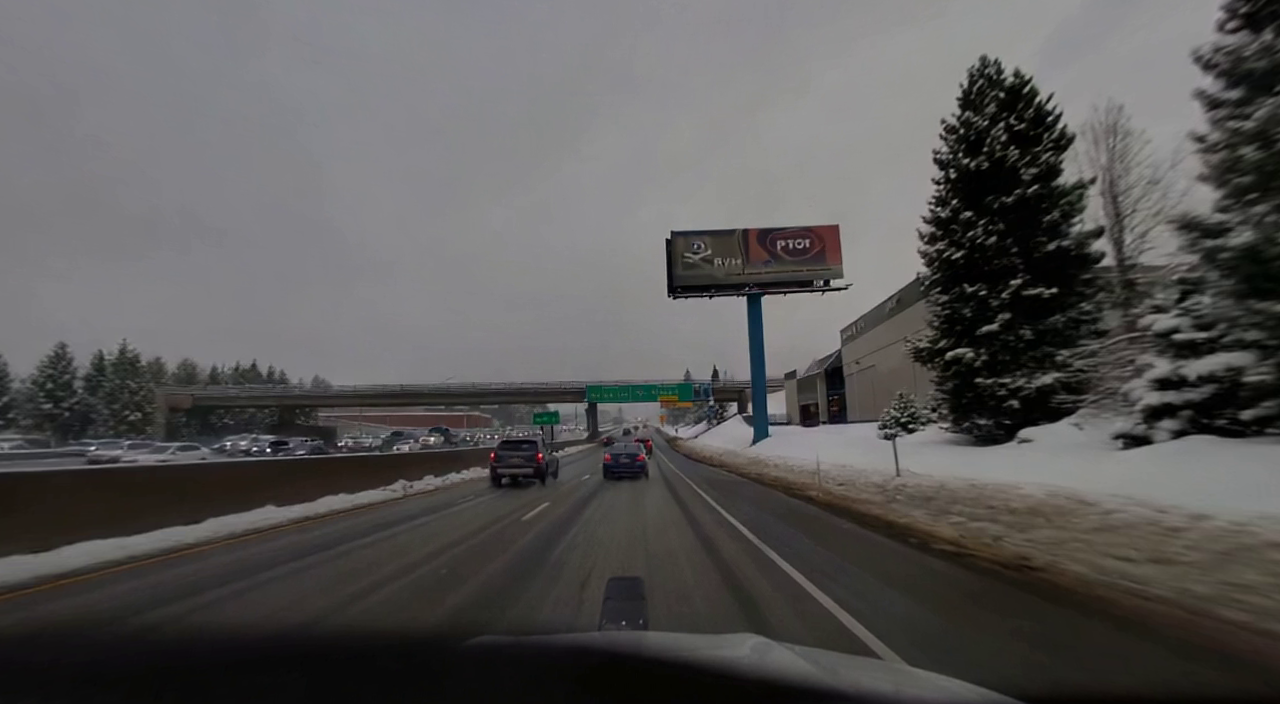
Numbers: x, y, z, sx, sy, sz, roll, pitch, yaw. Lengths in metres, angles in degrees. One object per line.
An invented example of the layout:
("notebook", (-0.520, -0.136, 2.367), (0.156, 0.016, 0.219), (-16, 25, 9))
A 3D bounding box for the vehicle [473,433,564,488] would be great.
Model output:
("vehicle", (-3.794, 3.473, 20.502), (2.064, 1.589, 4.213), (0, -8, 1))

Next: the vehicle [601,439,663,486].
("vehicle", (-0.257, 3.578, 20.827), (1.877, 1.386, 3.872), (0, -8, -1))

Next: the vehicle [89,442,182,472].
("vehicle", (-28.516, 5.929, 35.817), (1.877, 1.582, 4.025), (0, -8, 0))

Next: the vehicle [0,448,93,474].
("vehicle", (-35.755, 6.483, 37.716), (1.971, 1.433, 4.577), (0, -8, 0))
